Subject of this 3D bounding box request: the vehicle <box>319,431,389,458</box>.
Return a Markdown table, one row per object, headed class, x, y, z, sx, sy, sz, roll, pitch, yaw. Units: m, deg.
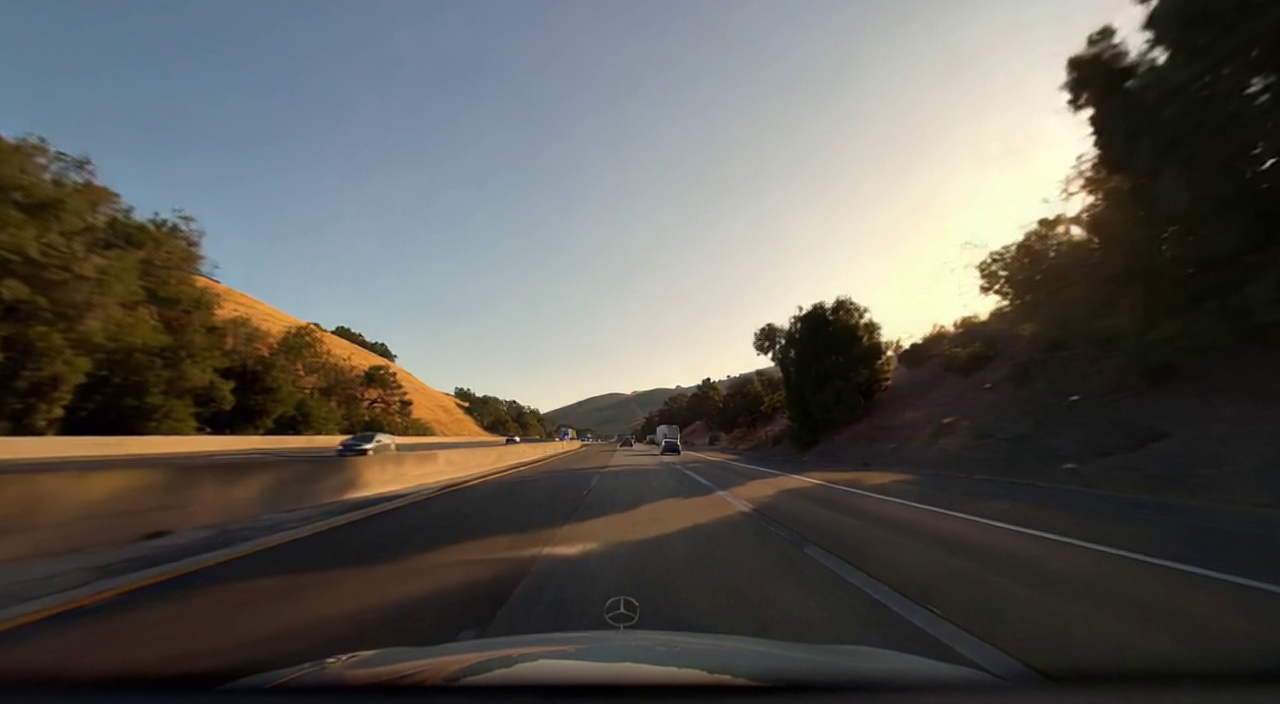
| class | x | y | z | sx | sy | sz | roll | pitch | yaw |
| --- | --- | --- | --- | --- | --- | --- | --- | --- | --- |
| vehicle | -16.850 | 5.450 | 37.331 | 2.007 | 1.465 | 4.626 | 0 | -8 | -1 |
